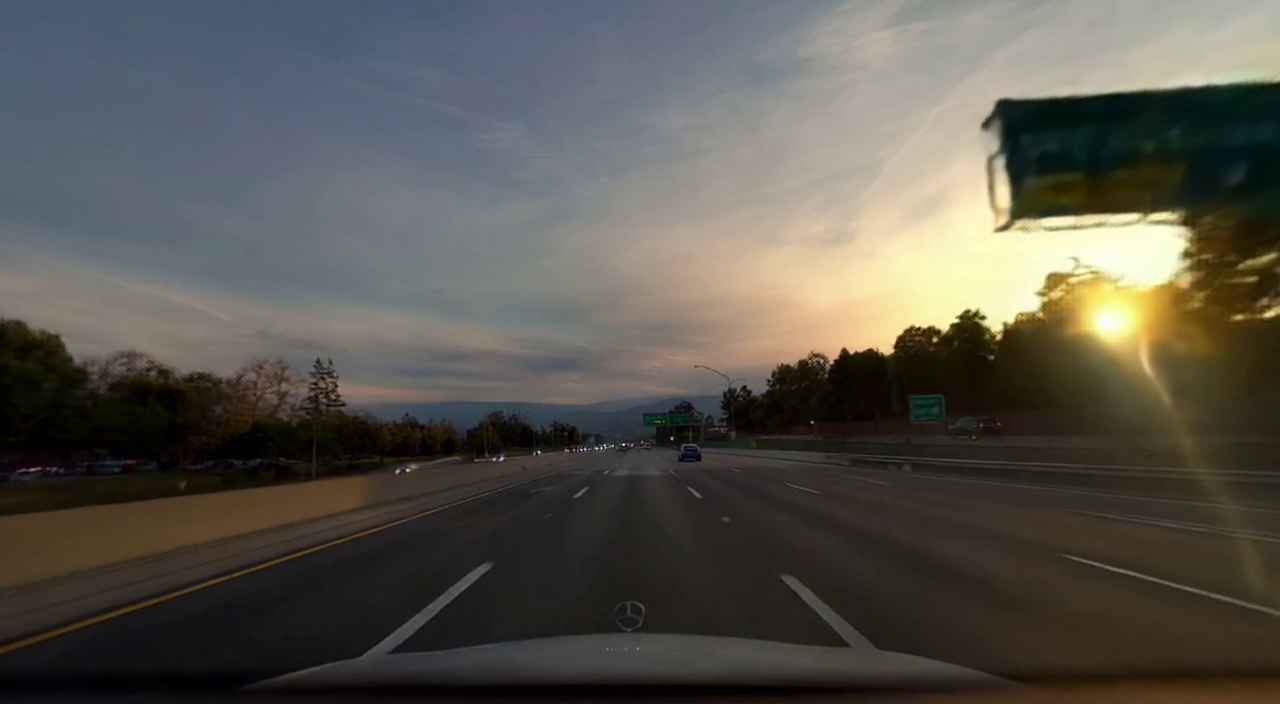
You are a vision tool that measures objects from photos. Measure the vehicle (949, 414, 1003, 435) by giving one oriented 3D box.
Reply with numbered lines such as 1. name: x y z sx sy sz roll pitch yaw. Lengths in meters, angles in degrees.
1. vehicle: 26.463 5.766 49.789 1.887 1.537 3.996 0 -8 -2

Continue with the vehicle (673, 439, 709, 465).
1. vehicle: 3.649 7.256 45.708 2.099 1.748 4.331 0 -9 -2
